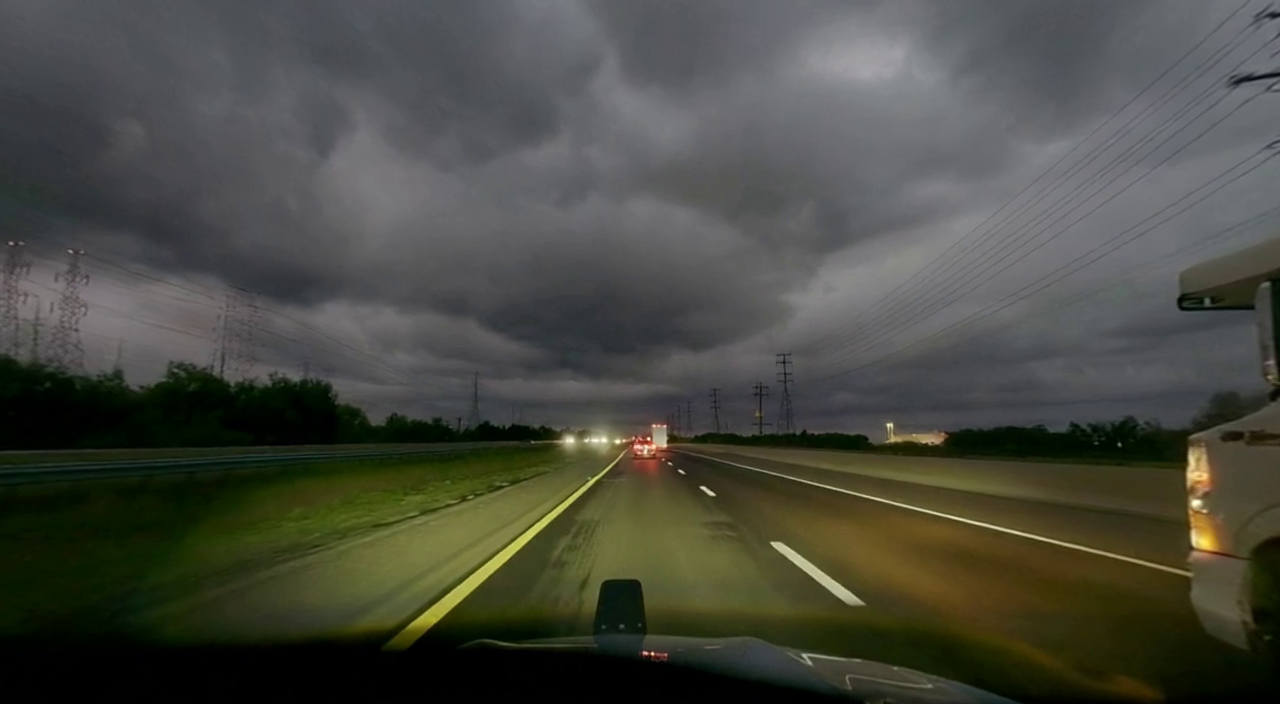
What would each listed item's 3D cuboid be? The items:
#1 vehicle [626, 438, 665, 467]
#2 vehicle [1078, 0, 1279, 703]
[{"bbox_3d":[0.290,5.937,37.453,2.192,1.556,4.132,0,-8,0],"label":"vehicle"},{"bbox_3d":[4.335,-0.583,0.526,3.182,4.424,6.324,-1,-8,1],"label":"vehicle"}]
